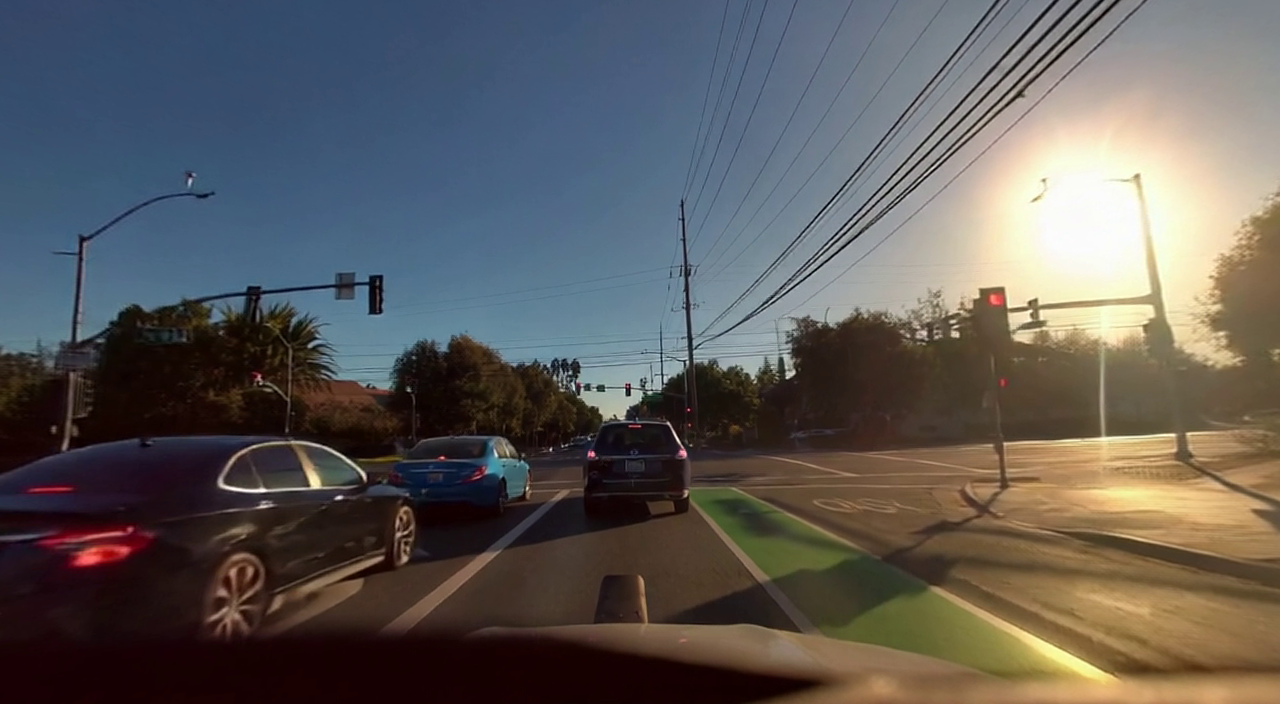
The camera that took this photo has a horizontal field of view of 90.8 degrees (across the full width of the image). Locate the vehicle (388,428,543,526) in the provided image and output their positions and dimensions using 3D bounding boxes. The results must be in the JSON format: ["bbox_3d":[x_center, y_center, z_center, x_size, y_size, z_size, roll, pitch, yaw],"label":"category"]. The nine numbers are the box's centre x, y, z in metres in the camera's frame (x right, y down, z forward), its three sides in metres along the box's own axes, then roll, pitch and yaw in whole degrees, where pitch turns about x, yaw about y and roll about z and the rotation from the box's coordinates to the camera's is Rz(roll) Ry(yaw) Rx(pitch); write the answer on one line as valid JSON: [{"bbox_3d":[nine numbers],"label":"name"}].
[{"bbox_3d":[-3.001,2.247,11.755,1.726,1.506,3.840,0,-9,1],"label":"vehicle"}]

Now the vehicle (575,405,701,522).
[{"bbox_3d":[-0.075,2.234,12.957,2.036,1.885,5.196,0,-9,-1],"label":"vehicle"}]

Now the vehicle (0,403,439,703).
[{"bbox_3d":[-3.505,1.273,4.978,2.138,1.488,5.327,0,-7,-1],"label":"vehicle"}]
